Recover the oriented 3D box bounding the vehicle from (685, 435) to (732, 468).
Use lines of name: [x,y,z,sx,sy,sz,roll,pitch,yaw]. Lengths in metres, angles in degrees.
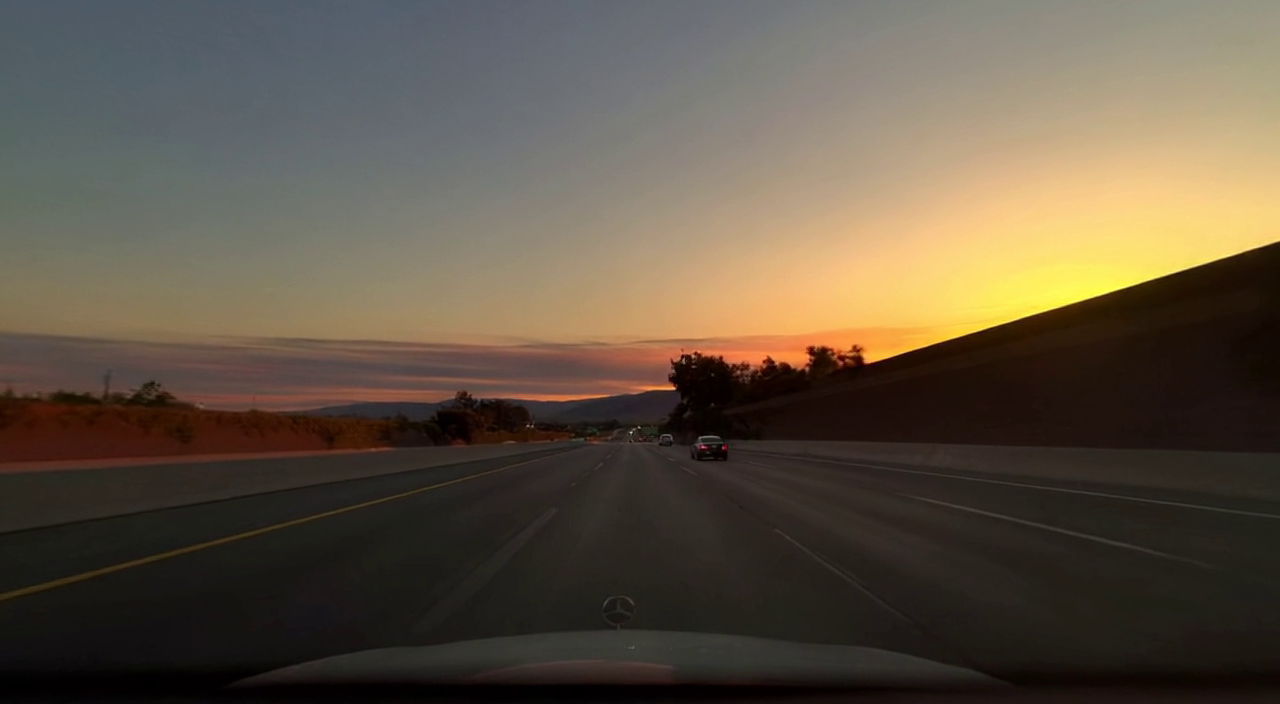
vehicle: [3.340,4.888,31.160,1.802,1.492,3.804,0,-8,-1]
